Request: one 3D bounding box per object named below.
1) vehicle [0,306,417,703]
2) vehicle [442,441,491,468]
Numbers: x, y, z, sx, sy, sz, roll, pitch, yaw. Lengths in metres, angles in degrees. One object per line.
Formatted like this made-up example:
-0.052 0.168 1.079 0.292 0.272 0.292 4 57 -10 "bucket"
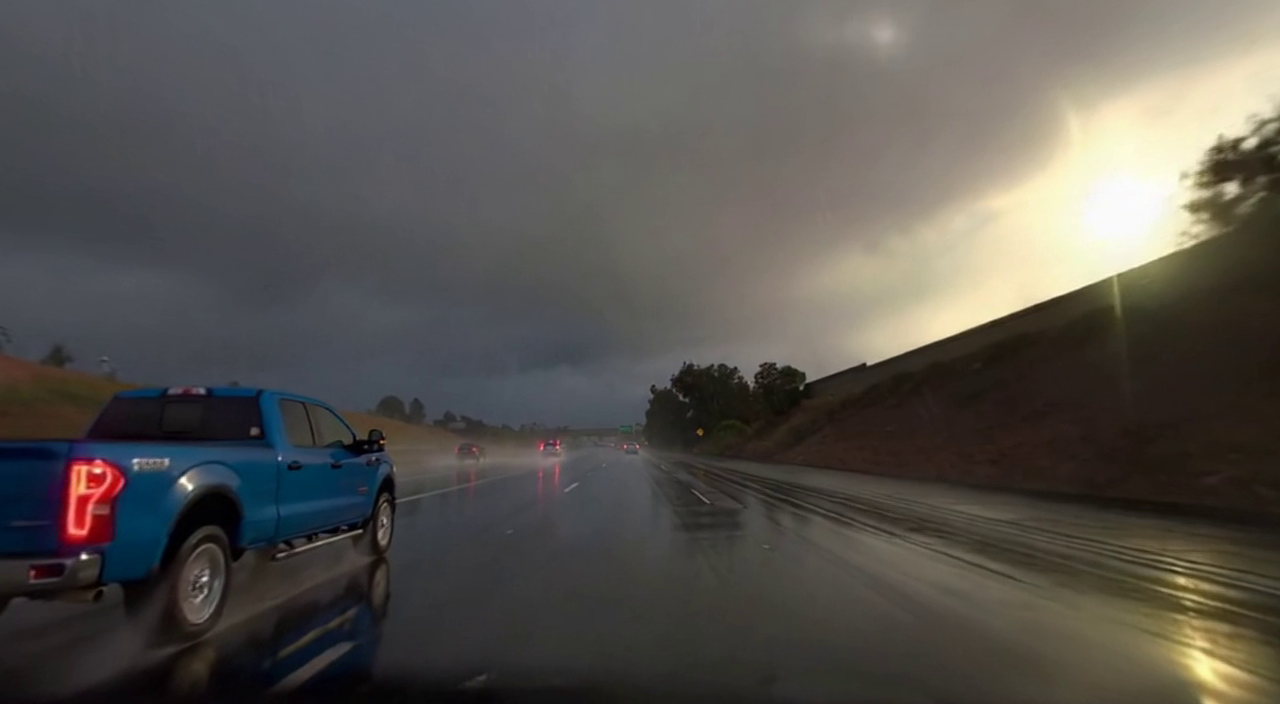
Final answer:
-4.299 1.175 5.626 2.339 2.004 6.171 0 -9 0 "vehicle"
-11.563 6.848 42.280 2.106 1.692 4.458 0 -9 -1 "vehicle"
